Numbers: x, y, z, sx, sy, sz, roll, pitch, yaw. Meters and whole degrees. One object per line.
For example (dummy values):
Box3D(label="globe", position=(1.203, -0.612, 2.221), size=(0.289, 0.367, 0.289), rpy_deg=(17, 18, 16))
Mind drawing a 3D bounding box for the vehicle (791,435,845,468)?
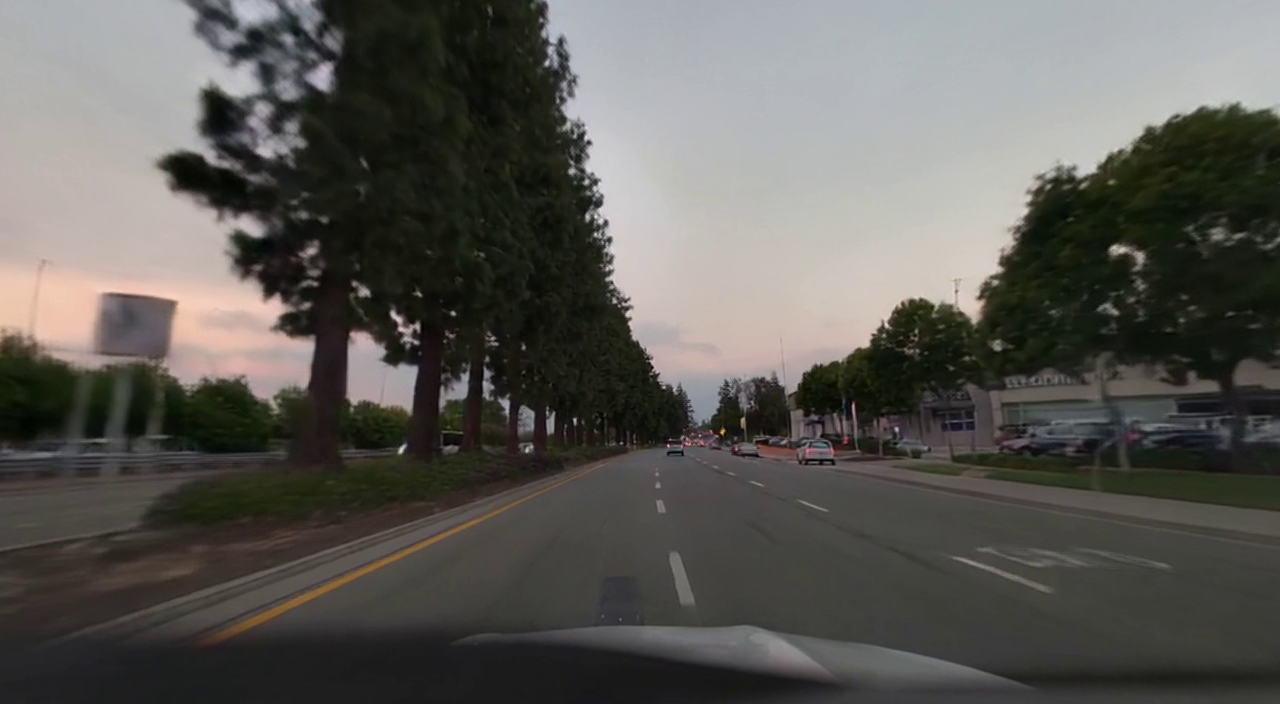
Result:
Box3D(label="vehicle", position=(11.373, 6.434, 40.731), size=(2.264, 1.958, 5.135), rpy_deg=(-1, -9, 4))

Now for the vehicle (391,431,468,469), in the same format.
Box3D(label="vehicle", position=(-14.179, 6.678, 43.190), size=(2.626, 2.310, 6.781), rpy_deg=(-1, -9, 3))
